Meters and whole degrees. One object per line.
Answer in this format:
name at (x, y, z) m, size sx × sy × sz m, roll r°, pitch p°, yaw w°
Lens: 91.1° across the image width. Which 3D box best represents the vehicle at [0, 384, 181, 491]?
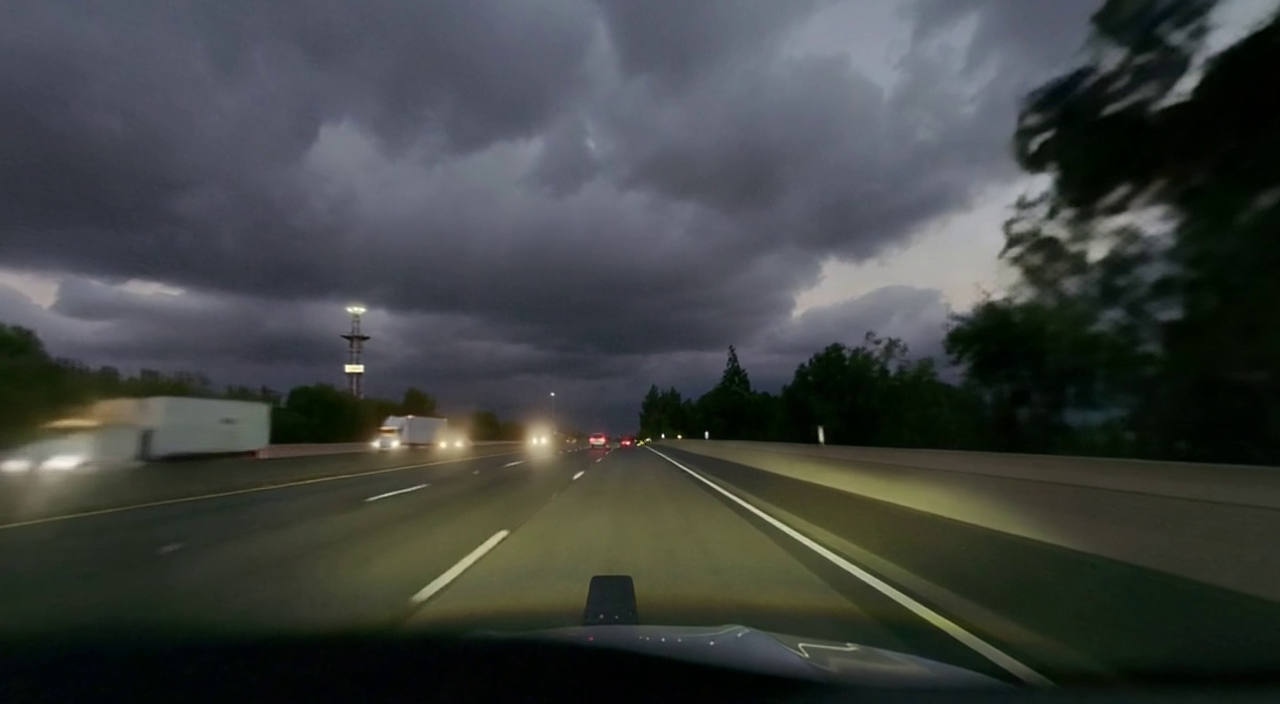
vehicle at (-22.985, 3.487, 25.997) m, size 2.913 × 3.836 × 6.596 m, roll 0°, pitch -7°, yaw -1°
